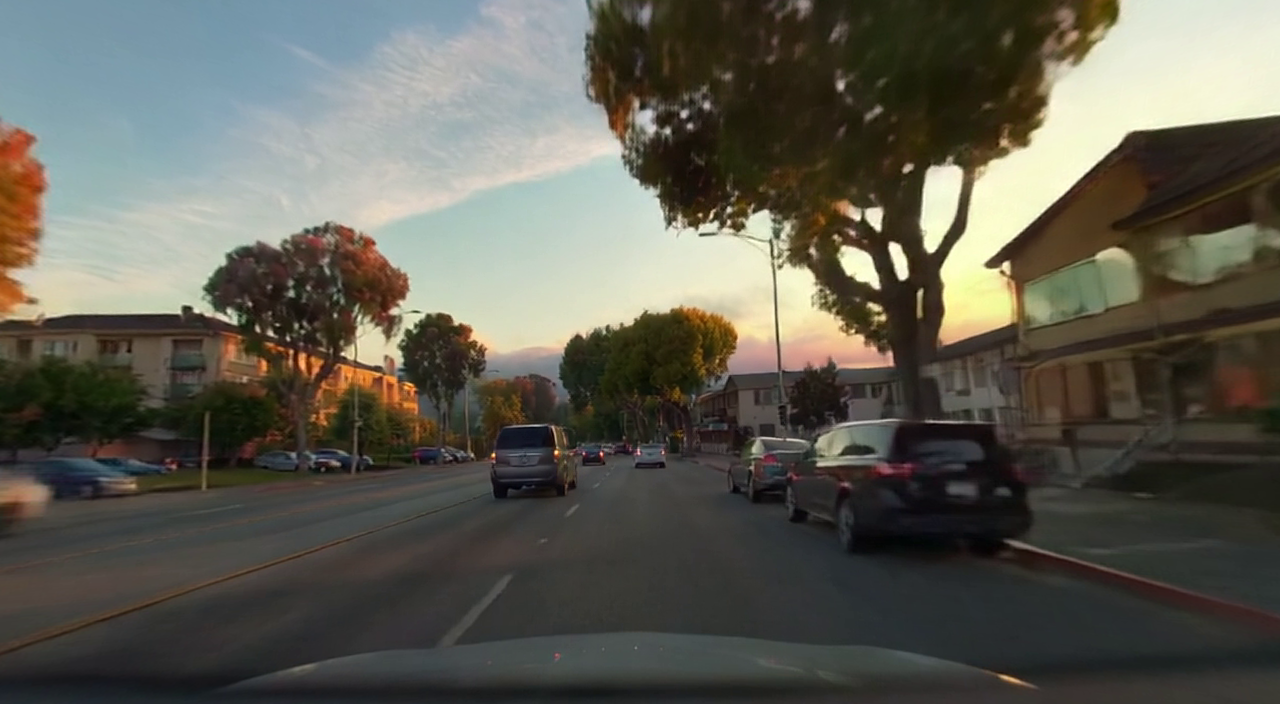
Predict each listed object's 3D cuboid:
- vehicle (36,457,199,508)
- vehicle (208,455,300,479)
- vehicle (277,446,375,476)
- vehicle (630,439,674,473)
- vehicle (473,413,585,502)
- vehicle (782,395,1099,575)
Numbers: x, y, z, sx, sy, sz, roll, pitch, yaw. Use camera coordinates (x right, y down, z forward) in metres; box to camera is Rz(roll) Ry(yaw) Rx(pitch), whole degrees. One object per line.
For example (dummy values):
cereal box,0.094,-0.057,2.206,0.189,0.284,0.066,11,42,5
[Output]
vehicle,-19.692,4.888,24.193,1.911,1.638,5.028,0,-9,0
vehicle,-26.433,7.900,43.368,4.926,1.571,1.941,0,-9,-1
vehicle,-24.020,8.333,48.522,6.055,2.148,2.690,0,-9,-1
vehicle,0.561,5.372,32.804,2.126,1.657,4.132,0,-9,0
vehicle,-2.894,2.923,17.847,2.213,2.123,5.124,0,-9,0
vehicle,3.688,1.743,9.061,2.090,1.861,4.805,0,-9,-1
